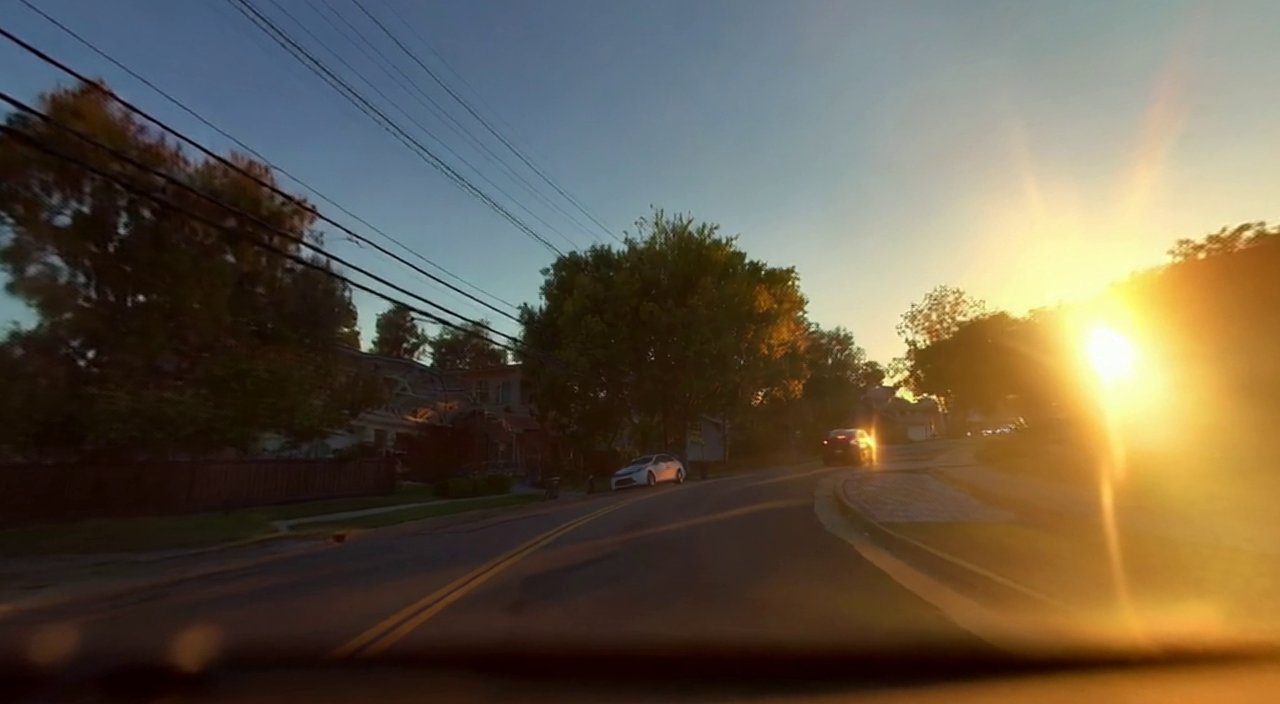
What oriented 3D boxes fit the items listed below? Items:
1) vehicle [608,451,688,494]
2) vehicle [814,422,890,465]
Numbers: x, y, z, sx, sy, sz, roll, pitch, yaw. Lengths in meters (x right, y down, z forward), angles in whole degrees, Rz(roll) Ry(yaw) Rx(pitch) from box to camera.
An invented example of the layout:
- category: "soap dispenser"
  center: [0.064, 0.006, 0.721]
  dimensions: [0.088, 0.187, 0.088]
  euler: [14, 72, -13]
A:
- category: "vehicle"
  center: [0.508, 6.054, 32.139]
  dimensions: [2.039, 1.949, 4.511]
  euler: [-5, -10, 31]
- category: "vehicle"
  center: [10.707, 4.590, 31.657]
  dimensions: [2.086, 1.974, 4.890]
  euler: [-6, -11, 36]
